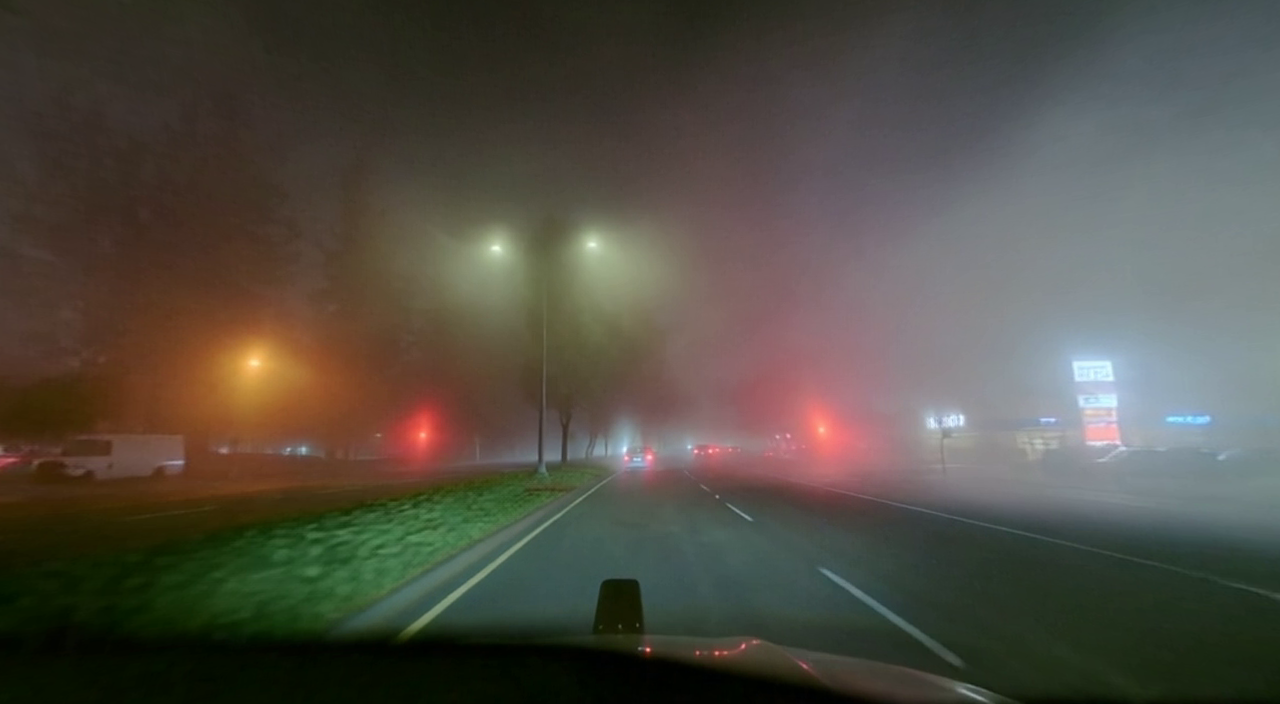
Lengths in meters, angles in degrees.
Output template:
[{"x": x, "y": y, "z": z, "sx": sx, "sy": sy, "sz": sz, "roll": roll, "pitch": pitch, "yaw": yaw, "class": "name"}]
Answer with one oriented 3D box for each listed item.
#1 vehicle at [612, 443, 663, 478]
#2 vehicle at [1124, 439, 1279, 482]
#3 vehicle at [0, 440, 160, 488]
[{"x": -0.055, "y": 4.851, "z": 28.512, "sx": 2.095, "sy": 1.456, "sz": 3.873, "roll": -1, "pitch": -8, "yaw": 3, "class": "vehicle"}, {"x": 20.971, "y": 4.008, "z": 23.560, "sx": 4.197, "sy": 1.505, "sz": 1.915, "roll": 0, "pitch": -8, "yaw": 0, "class": "vehicle"}, {"x": -24.644, "y": 4.899, "z": 28.090, "sx": 5.104, "sy": 1.947, "sz": 2.106, "roll": 6, "pitch": -10, "yaw": -36, "class": "vehicle"}]
